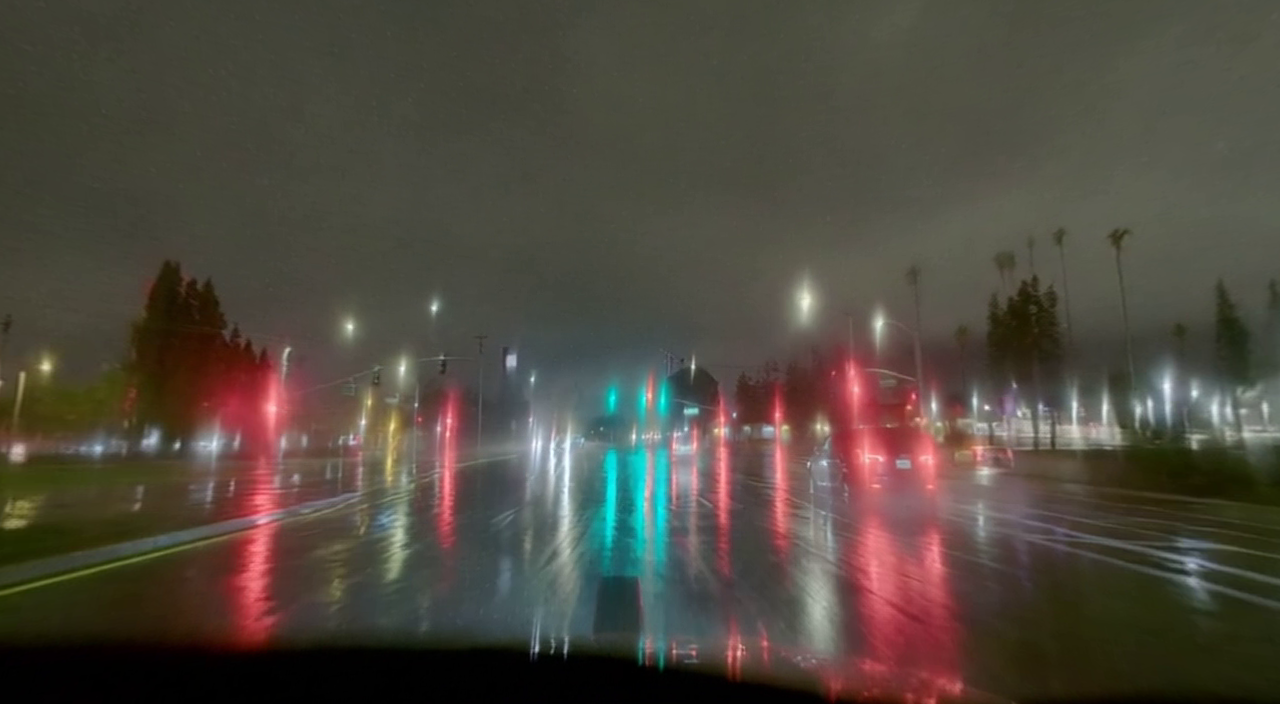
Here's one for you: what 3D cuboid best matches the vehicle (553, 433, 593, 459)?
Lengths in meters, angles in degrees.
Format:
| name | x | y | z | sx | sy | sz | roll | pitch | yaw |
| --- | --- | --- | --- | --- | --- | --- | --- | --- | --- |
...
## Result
| name | x | y | z | sx | sy | sz | roll | pitch | yaw |
| --- | --- | --- | --- | --- | --- | --- | --- | --- | --- |
| vehicle | -4.161 | 5.881 | 39.706 | 1.973 | 1.526 | 4.533 | 0 | -8 | 0 |

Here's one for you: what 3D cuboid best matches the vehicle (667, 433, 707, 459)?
| name | x | y | z | sx | sy | sz | roll | pitch | yaw |
| --- | --- | --- | --- | --- | --- | --- | --- | --- | --- |
| vehicle | 2.843 | 5.858 | 39.296 | 2.130 | 1.524 | 4.722 | 0 | -8 | 0 |
